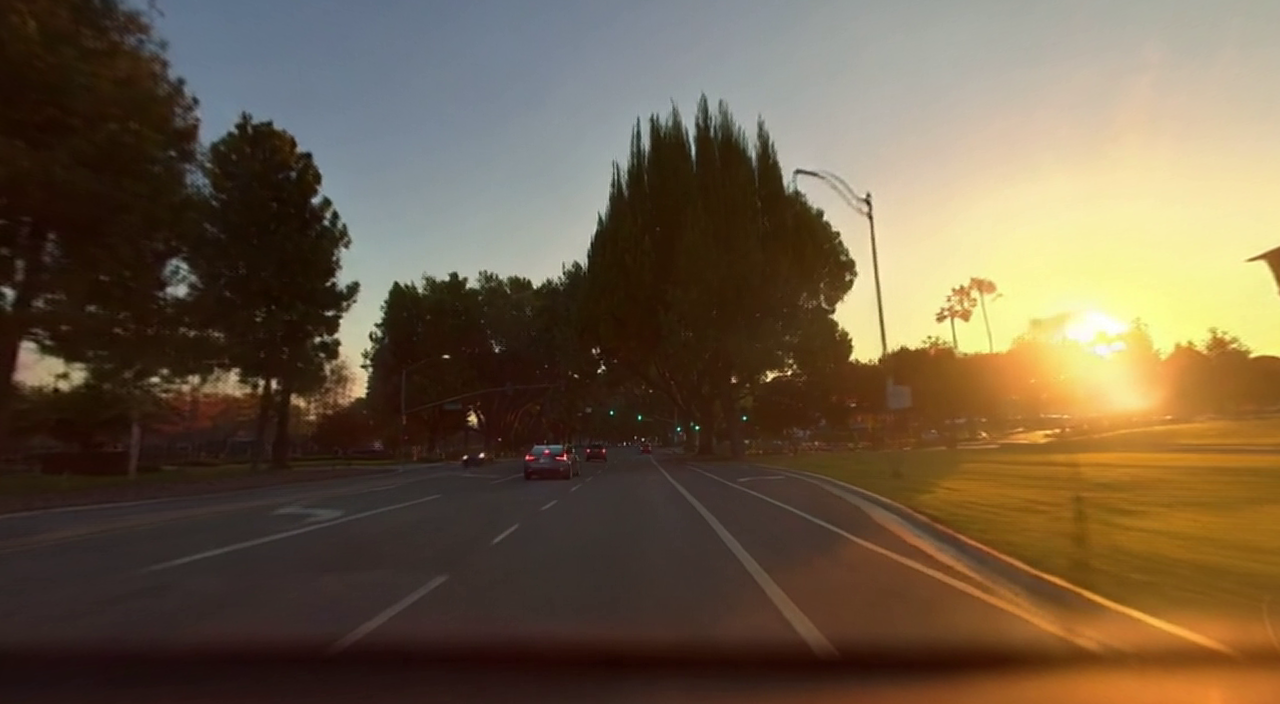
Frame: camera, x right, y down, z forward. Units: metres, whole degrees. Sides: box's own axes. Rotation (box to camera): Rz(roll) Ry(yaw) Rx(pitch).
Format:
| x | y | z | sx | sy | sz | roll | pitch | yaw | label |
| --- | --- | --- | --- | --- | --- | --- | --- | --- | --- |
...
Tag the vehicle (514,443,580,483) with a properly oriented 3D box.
| x | y | z | sx | sy | sz | roll | pitch | yaw | label |
| --- | --- | --- | --- | --- | --- | --- | --- | --- | --- |
| -3.603 | 4.357 | 25.201 | 1.932 | 1.431 | 4.144 | 0 | -9 | 1 | vehicle |
